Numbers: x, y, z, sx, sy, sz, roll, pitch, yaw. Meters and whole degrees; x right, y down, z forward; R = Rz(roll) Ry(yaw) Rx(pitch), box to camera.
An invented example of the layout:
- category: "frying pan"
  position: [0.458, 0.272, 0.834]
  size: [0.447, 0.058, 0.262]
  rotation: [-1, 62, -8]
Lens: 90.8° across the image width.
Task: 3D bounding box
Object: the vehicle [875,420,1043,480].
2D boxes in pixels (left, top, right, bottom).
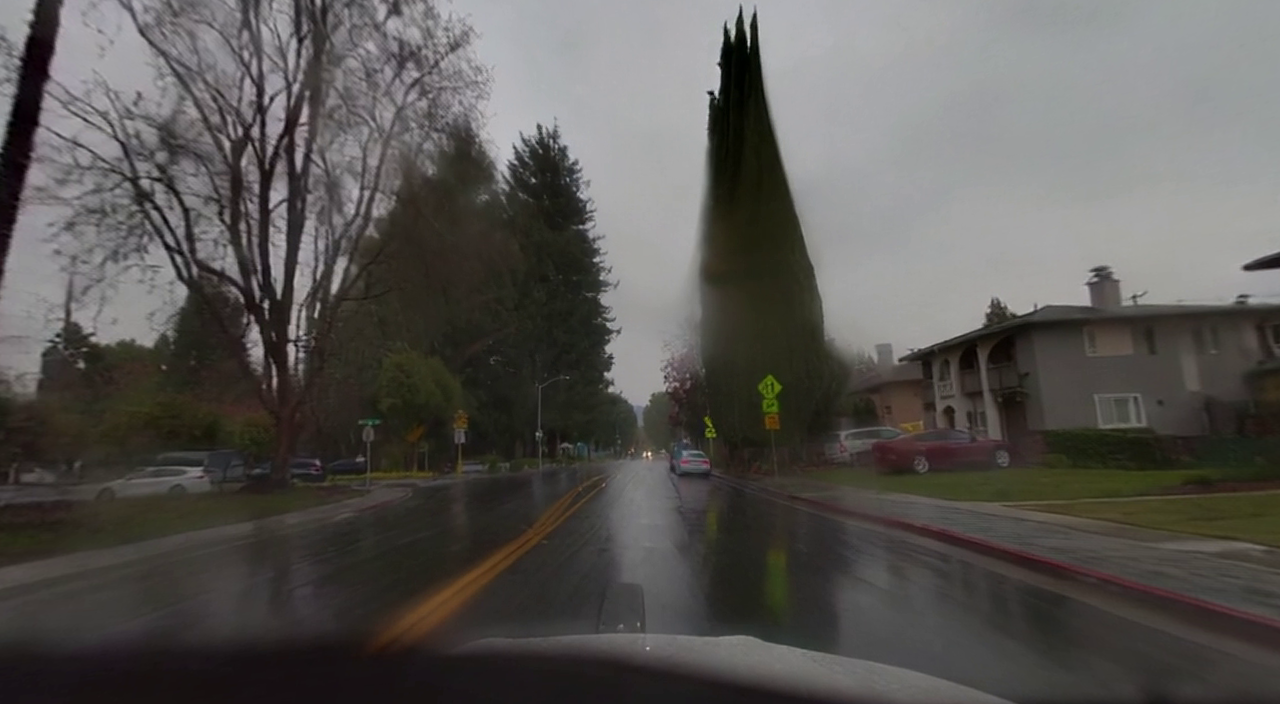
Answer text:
- category: "vehicle"
  position: [11.064, 3.466, 22.201]
  size: [4.750, 1.658, 1.902]
  rotation: [-4, -11, 0]

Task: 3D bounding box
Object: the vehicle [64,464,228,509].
- category: "vehicle"
  position: [-19.008, 5.120, 24.474]
  size: [4.691, 1.483, 1.955]
  rotation: [9, -13, -44]

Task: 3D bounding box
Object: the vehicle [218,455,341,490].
- category: "vehicle"
  position: [-19.689, 6.555, 34.713]
  size: [2.059, 1.746, 5.388]
  rotation: [-9, -13, 42]

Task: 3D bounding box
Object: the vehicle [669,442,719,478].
- category: "vehicle"
  position: [2.965, 6.150, 36.100]
  size: [2.221, 1.892, 5.555]
  rotation: [0, -9, -1]

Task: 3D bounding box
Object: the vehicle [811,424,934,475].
- category: "vehicle"
  position: [10.394, 4.400, 28.530]
  size: [4.653, 1.979, 1.998]
  rotation: [-3, -9, 0]
